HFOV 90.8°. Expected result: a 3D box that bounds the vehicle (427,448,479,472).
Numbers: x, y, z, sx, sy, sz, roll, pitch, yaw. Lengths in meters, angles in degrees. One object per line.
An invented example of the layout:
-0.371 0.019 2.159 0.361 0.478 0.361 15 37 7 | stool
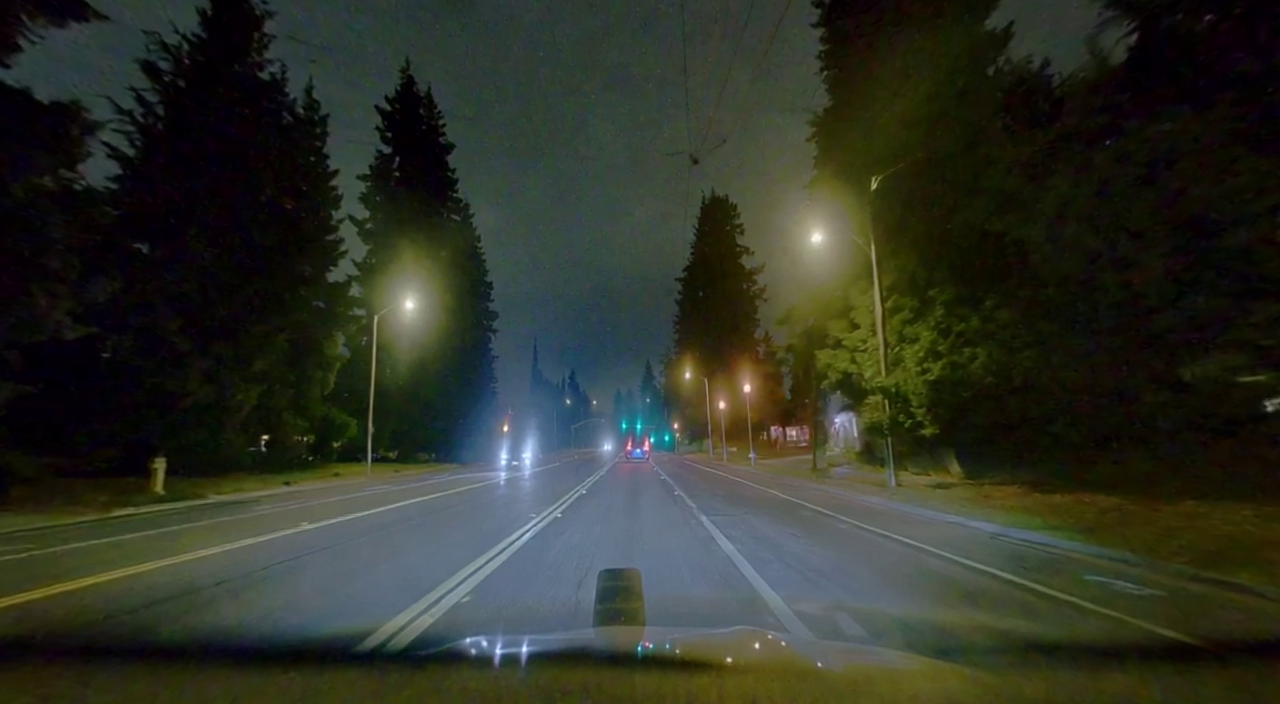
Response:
-12.329 7.139 41.969 2.090 1.478 4.376 0 -8 1 | vehicle

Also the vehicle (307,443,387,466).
-21.135 7.421 45.673 4.773 1.625 1.933 0 -8 -1 | vehicle

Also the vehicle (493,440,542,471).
-7.199 6.121 37.648 2.065 1.719 4.265 0 -8 0 | vehicle

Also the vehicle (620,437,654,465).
-0.236 6.849 43.788 2.230 1.827 4.298 0 -8 0 | vehicle
